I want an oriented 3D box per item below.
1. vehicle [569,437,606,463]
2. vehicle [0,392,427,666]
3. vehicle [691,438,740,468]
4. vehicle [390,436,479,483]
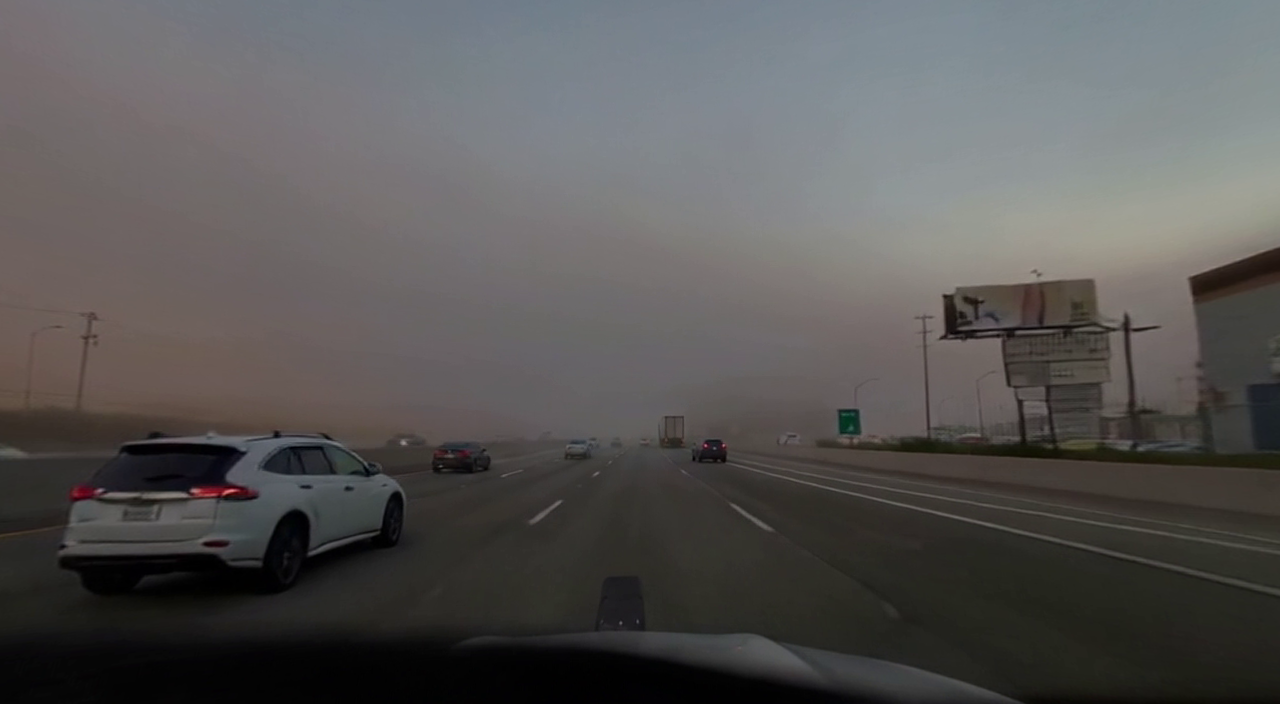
[{"bbox_3d":[-3.339,6.356,40.862,2.001,1.577,4.055,0,-9,1],"label":"vehicle"},{"bbox_3d":[-3.736,1.319,5.710,2.008,1.504,4.264,0,-9,1],"label":"vehicle"},{"bbox_3d":[4.126,5.637,35.183,2.135,1.532,4.506,1,-9,0],"label":"vehicle"},{"bbox_3d":[-7.234,3.836,22.566,1.865,1.518,3.620,0,-9,1],"label":"vehicle"}]
